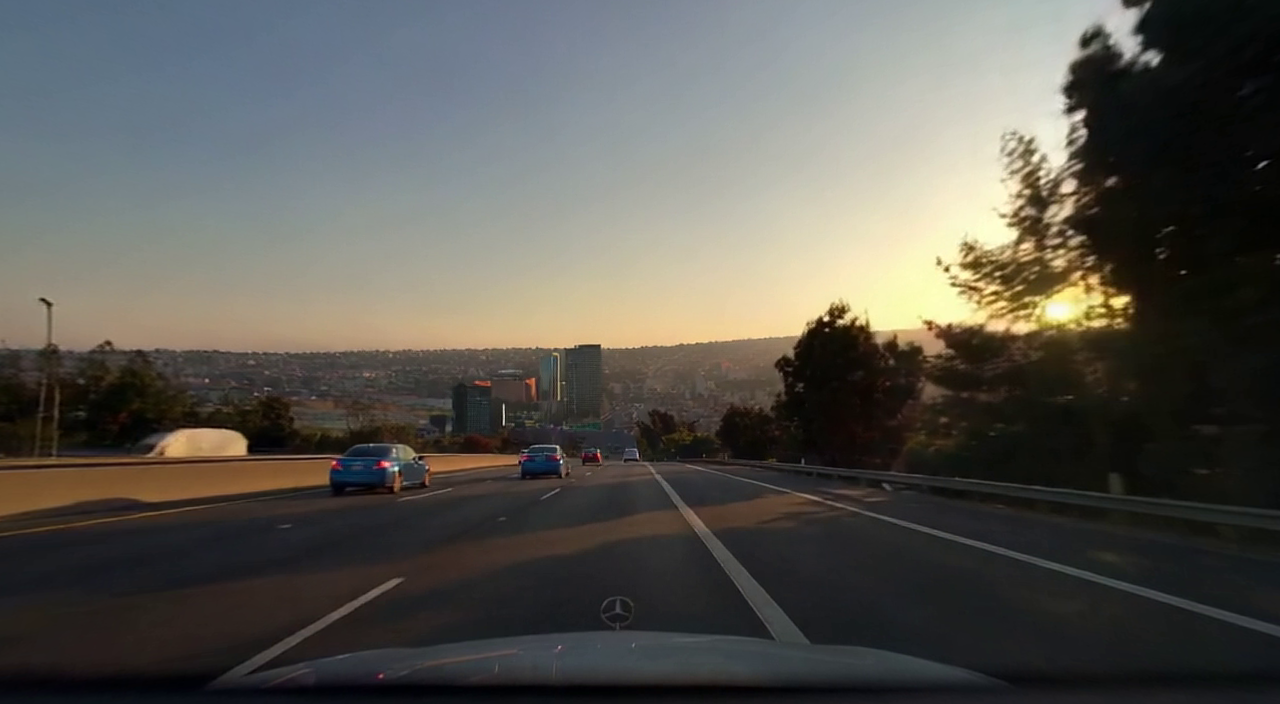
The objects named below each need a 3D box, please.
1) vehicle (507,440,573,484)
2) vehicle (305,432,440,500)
[{"bbox_3d":[-4.142,4.627,26.800,2.075,1.702,4.257,0,-9,0],"label":"vehicle"},{"bbox_3d":[-8.126,3.492,19.811,2.040,1.824,4.917,0,-9,0],"label":"vehicle"}]
